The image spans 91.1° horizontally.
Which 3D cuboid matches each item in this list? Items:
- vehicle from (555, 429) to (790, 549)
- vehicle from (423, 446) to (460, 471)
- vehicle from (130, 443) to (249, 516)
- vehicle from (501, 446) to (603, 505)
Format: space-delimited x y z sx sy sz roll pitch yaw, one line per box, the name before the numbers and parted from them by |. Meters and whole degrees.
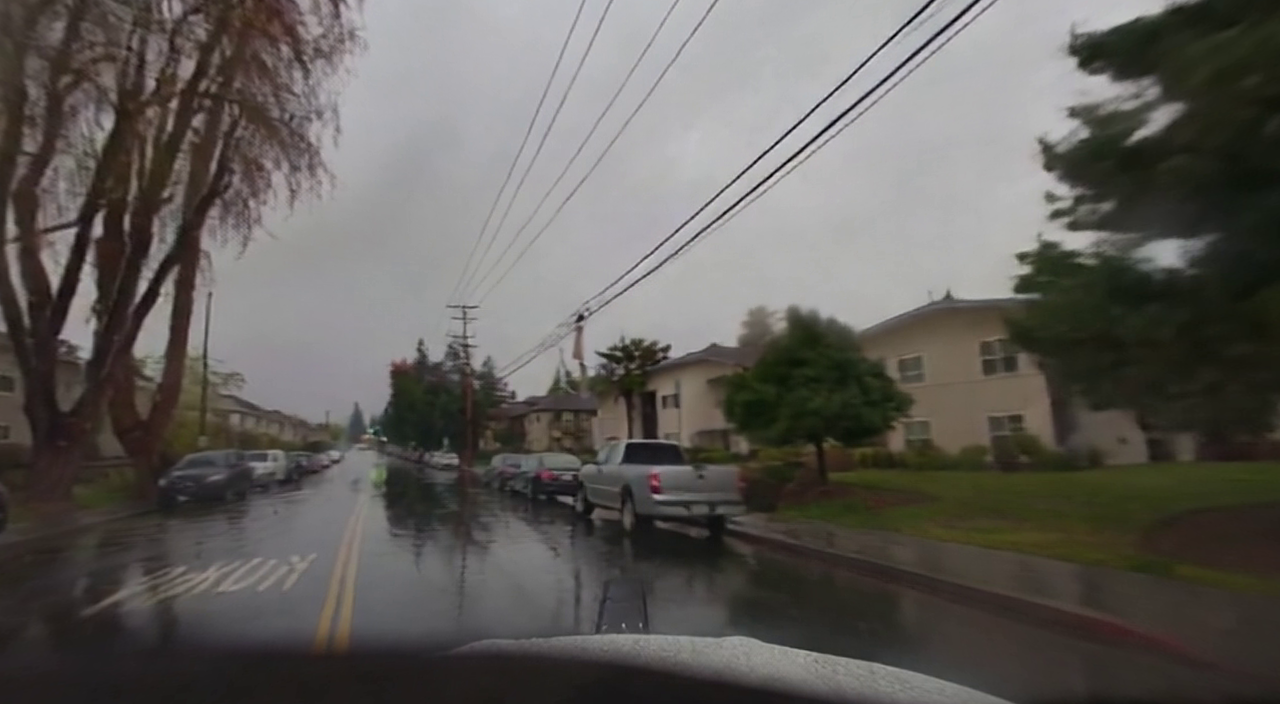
vehicle | 0.246 2.317 11.489 2.272 1.626 5.170 5 -9 -22
vehicle | -15.517 8.347 48.962 2.328 1.730 4.225 3 -12 -22
vehicle | -14.434 4.008 20.465 2.056 1.876 4.824 1 -7 -22
vehicle | -2.784 3.579 18.813 1.868 1.494 4.652 3 -9 -22
